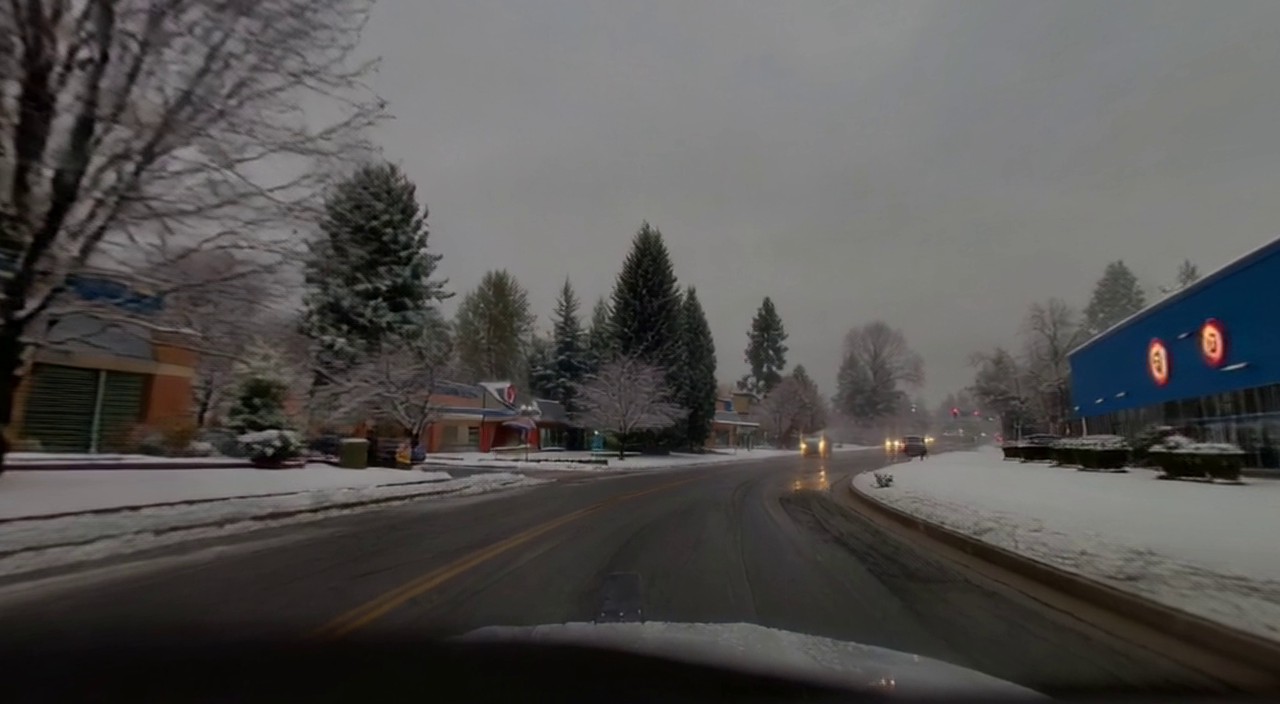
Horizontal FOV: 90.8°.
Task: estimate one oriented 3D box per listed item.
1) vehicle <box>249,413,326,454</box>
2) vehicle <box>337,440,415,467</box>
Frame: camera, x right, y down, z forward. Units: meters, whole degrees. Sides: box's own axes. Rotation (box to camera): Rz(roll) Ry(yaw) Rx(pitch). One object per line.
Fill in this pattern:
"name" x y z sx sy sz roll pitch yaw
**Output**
"vehicle" -24.841 5.885 44.803 2.576 2.597 5.438 -1 -10 -4
"vehicle" -17.580 6.764 42.262 4.410 1.689 1.974 1 -9 -9
